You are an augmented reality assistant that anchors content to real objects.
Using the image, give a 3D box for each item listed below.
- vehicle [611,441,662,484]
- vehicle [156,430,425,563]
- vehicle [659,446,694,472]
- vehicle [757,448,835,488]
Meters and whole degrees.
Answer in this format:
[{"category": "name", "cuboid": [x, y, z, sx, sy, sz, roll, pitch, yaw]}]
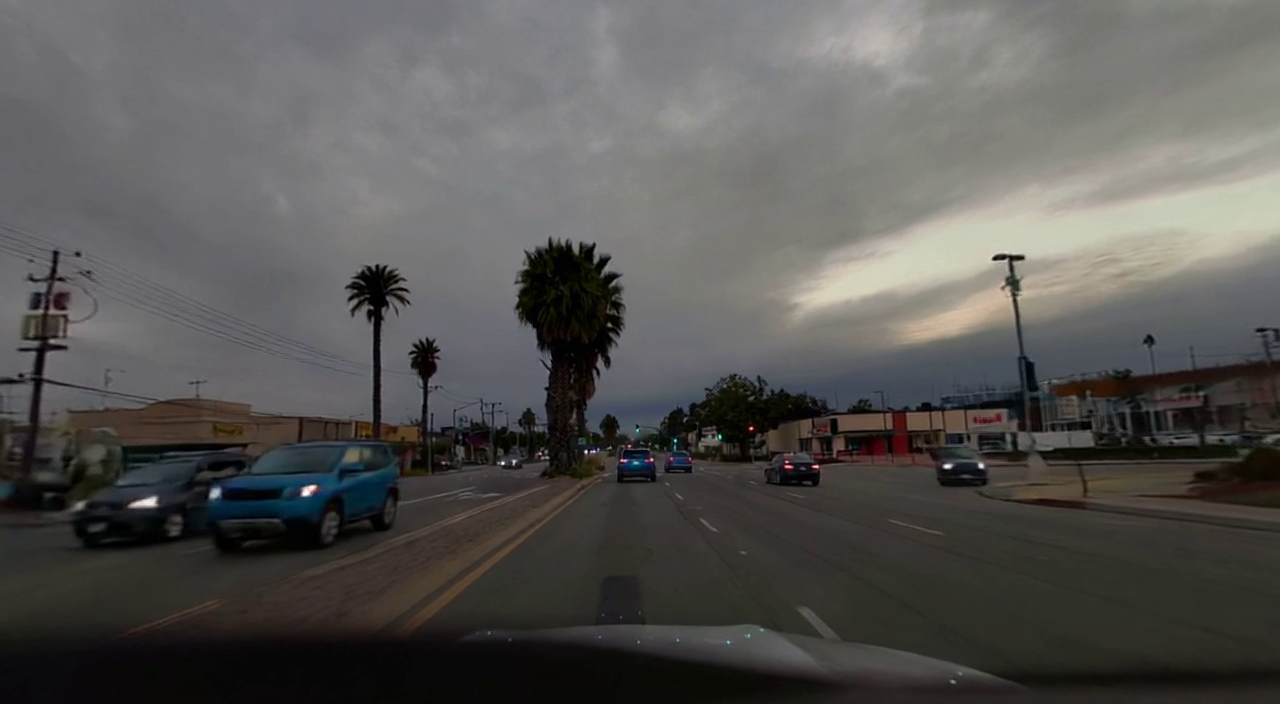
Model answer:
[{"category": "vehicle", "cuboid": [-0.176, 4.948, 28.574, 2.151, 1.787, 4.109, 0, -9, -1]}, {"category": "vehicle", "cuboid": [-5.361, 2.238, 10.572, 2.016, 1.711, 4.387, 0, -9, -1]}, {"category": "vehicle", "cuboid": [2.543, 7.540, 44.752, 2.112, 1.710, 4.234, 0, -9, -2]}, {"category": "vehicle", "cuboid": [6.204, 4.639, 25.699, 1.944, 1.447, 4.309, 0, -9, -2]}]
